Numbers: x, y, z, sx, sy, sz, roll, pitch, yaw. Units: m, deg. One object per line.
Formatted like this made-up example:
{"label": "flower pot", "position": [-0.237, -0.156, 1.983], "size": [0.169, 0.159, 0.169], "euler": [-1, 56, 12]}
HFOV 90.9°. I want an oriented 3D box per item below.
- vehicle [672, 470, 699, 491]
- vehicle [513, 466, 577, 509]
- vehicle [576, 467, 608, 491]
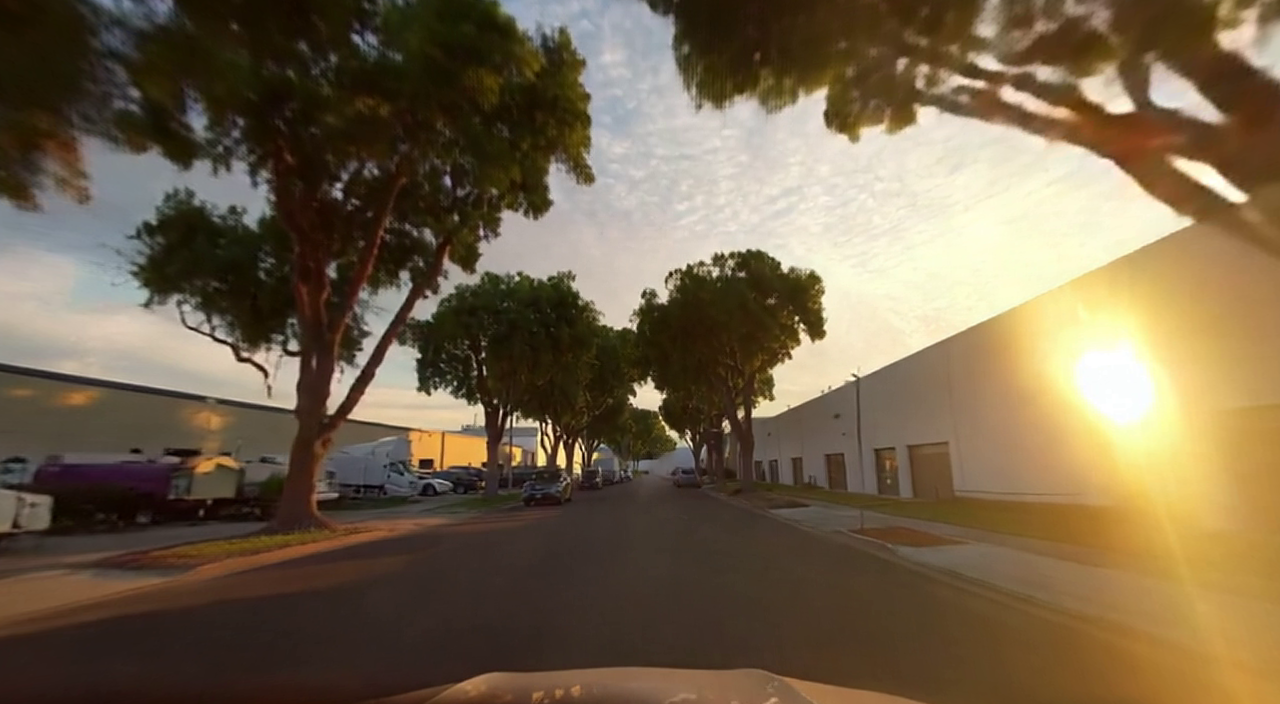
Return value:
{"label": "vehicle", "position": [3.468, 9.818, 48.218], "size": [1.819, 1.446, 3.909], "euler": [1, -11, 1]}
{"label": "vehicle", "position": [-4.010, 5.782, 27.276], "size": [1.927, 1.580, 4.556], "euler": [-1, -9, 2]}
{"label": "vehicle", "position": [-3.413, 9.173, 45.596], "size": [1.835, 1.625, 3.674], "euler": [1, -11, 3]}
